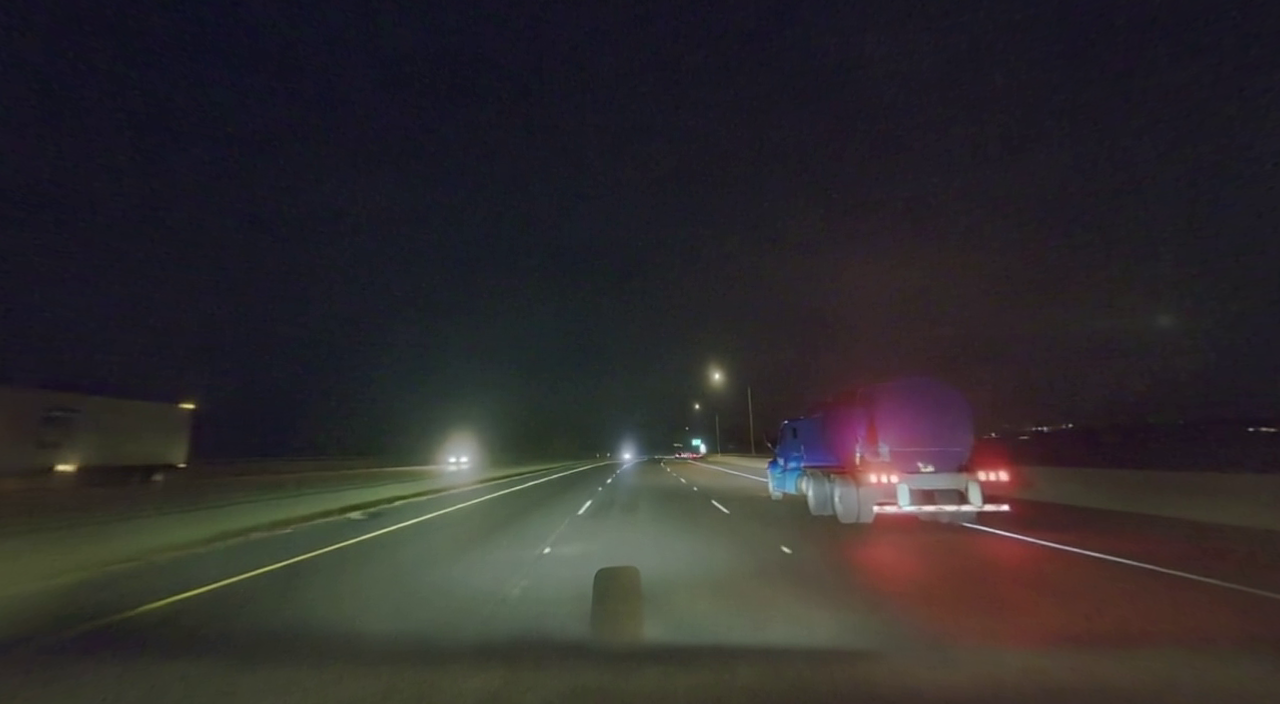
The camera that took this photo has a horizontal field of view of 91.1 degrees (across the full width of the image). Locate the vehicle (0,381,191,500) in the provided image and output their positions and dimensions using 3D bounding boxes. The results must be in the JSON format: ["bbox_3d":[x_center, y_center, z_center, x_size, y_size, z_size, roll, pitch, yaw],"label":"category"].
[{"bbox_3d":[-23.552,3.364,23.572,3.117,4.032,13.956,0,-9,0],"label":"vehicle"}]

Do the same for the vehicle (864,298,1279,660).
[{"bbox_3d":[4.263,1.151,6.470,2.215,2.461,4.234,0,-9,-1],"label":"vehicle"}]
